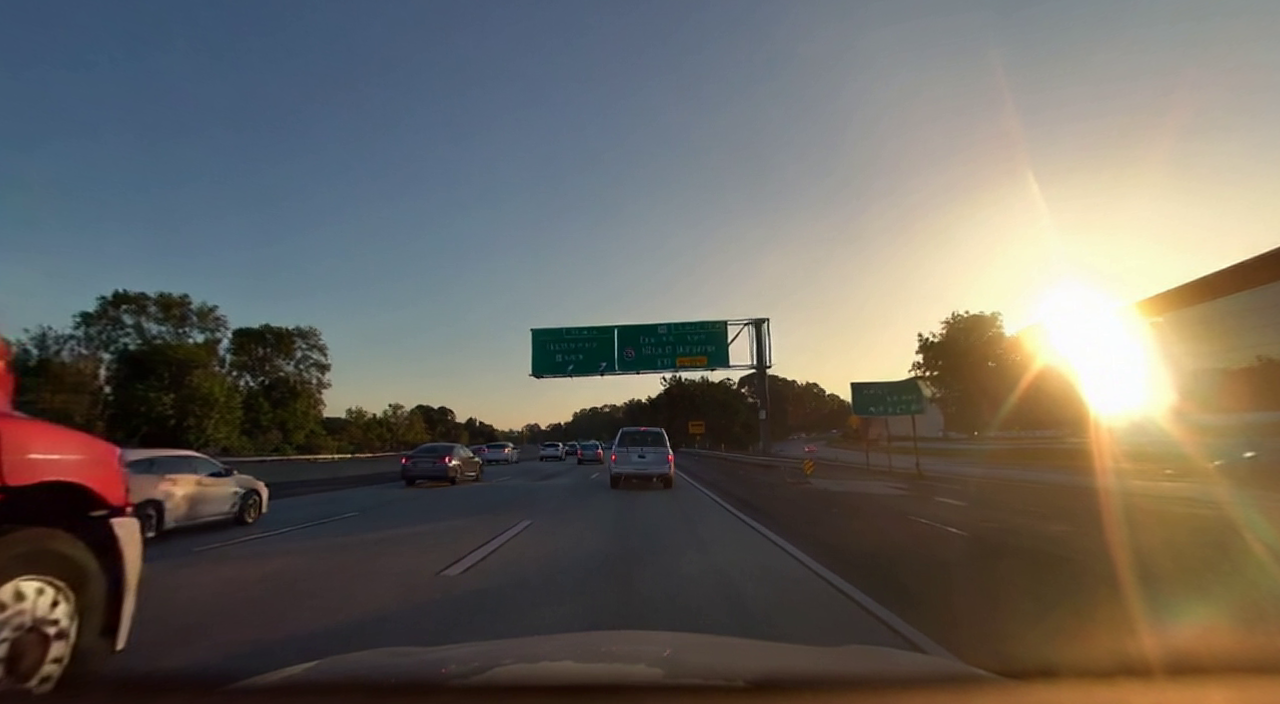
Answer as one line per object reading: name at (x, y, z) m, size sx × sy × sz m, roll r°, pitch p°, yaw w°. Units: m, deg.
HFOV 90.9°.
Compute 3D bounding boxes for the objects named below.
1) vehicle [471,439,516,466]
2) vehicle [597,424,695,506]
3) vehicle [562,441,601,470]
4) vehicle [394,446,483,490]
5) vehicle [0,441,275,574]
vehicle at (-11.288, 7.795, 49.105) m, size 2.157 × 1.941 × 5.544 m, roll 0°, pitch -9°, yaw 0°
vehicle at (0.132, 2.780, 15.887) m, size 2.152 × 1.779 × 3.924 m, roll 0°, pitch -9°, yaw 0°
vehicle at (-3.475, 6.225, 38.193) m, size 1.952 × 1.649 × 4.131 m, roll 0°, pitch -9°, yaw 1°
vehicle at (-7.314, 4.238, 23.380) m, size 1.869 × 1.466 × 4.217 m, roll 0°, pitch -9°, yaw 1°
vehicle at (-7.548, 2.053, 9.184) m, size 1.864 × 1.458 × 4.295 m, roll 0°, pitch -9°, yaw 0°
